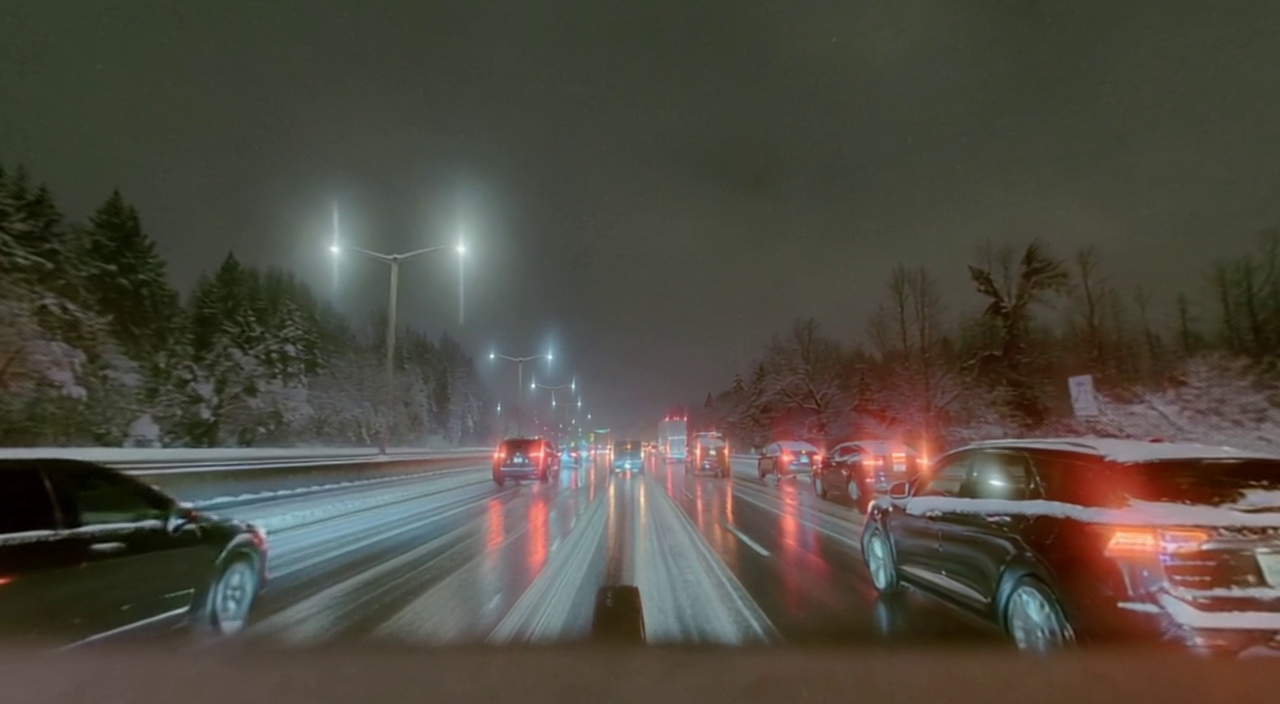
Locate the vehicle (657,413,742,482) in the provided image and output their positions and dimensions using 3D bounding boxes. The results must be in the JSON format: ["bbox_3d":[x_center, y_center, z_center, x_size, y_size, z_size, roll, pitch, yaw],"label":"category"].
[{"bbox_3d":[3.007,5.472,36.304,3.426,3.279,12.313,0,-9,-1],"label":"vehicle"}]

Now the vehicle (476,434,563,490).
[{"bbox_3d":[-4.195,3.921,22.848,2.176,1.783,4.799,0,-9,0],"label":"vehicle"}]

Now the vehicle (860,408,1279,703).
[{"bbox_3d":[3.055,1.187,3.590,2.031,1.504,4.327,0,-9,0],"label":"vehicle"}]

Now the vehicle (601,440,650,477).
[{"bbox_3d":[-0.668,5.182,30.805,2.235,1.682,4.094,0,-9,-1],"label":"vehicle"}]

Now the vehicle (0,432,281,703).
[{"bbox_3d":[-4.120,1.128,3.237,1.947,1.424,4.264,0,-9,1],"label":"vehicle"}]
